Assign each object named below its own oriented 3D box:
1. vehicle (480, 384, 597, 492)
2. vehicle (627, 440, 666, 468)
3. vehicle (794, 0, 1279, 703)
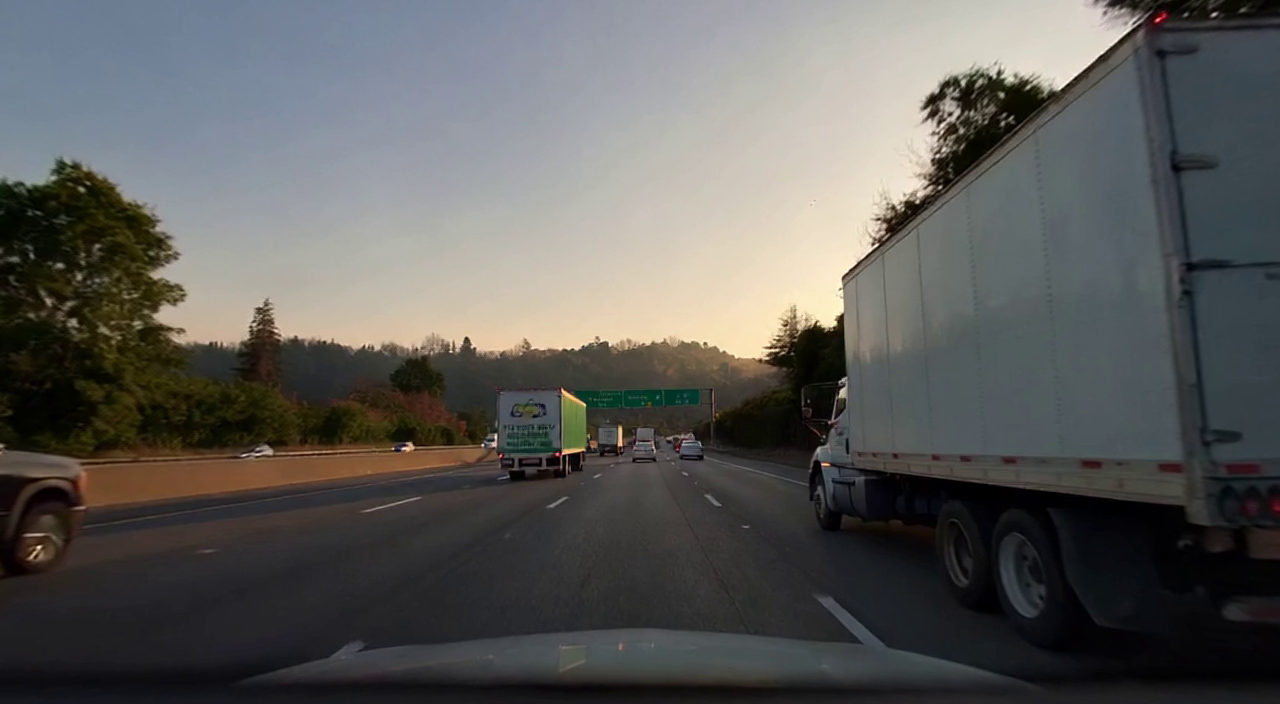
[{"bbox_3d":[-3.233,3.081,22.416,2.745,3.156,7.608,0,-8,1],"label":"vehicle"},{"bbox_3d":[0.352,5.906,36.563,2.105,1.502,4.068,0,-8,0],"label":"vehicle"},{"bbox_3d":[4.028,0.498,6.574,2.895,3.484,7.631,0,-8,0],"label":"vehicle"}]
